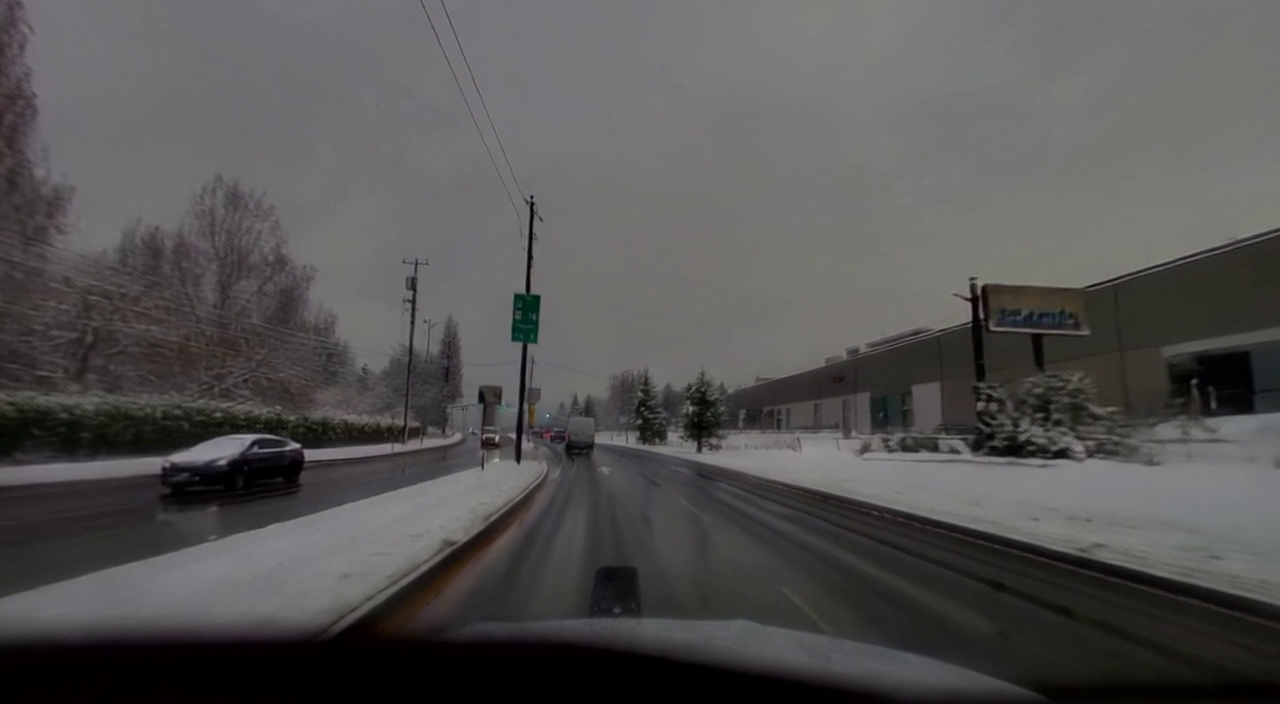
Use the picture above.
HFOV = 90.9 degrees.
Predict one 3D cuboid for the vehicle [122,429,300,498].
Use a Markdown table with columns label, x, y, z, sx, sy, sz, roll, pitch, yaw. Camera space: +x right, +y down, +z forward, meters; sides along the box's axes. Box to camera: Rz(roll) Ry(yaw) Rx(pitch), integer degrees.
| label | x | y | z | sx | sy | sz | roll | pitch | yaw |
| --- | --- | --- | --- | --- | --- | --- | --- | --- | --- |
| vehicle | -10.728 | 2.785 | 16.188 | 1.897 | 1.515 | 3.986 | 0 | -8 | -3 |

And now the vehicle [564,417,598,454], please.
| label | x | y | z | sx | sy | sz | roll | pitch | yaw |
| --- | --- | --- | --- | --- | --- | --- | --- | --- | --- |
| vehicle | -4.720 | 6.608 | 49.568 | 2.276 | 2.706 | 5.232 | 1 | -8 | -9 |
